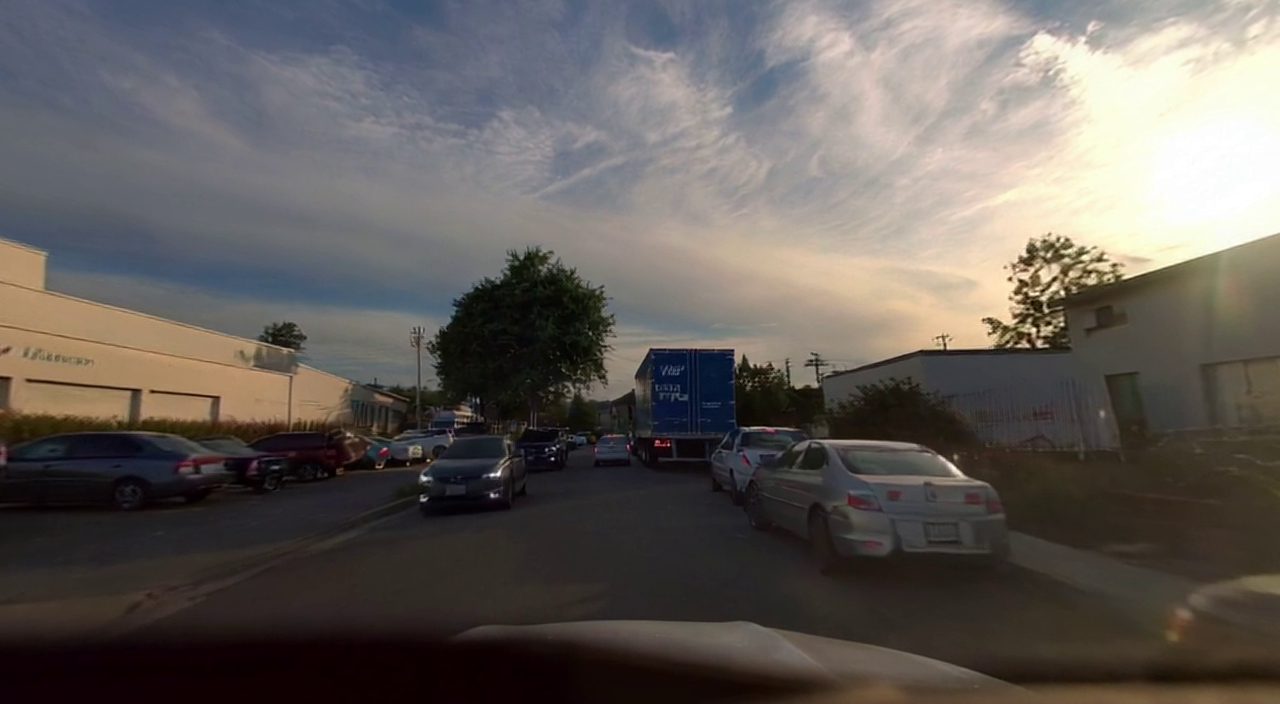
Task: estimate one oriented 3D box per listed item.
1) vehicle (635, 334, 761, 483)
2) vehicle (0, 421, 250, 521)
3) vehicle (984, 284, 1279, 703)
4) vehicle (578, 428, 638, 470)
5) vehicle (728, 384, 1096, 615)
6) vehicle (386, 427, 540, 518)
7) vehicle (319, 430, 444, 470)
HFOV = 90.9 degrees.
[{"bbox_3d":[1.530,2.519,24.583,2.865,4.113,14.471,0,-8,-3],"label":"vehicle"},{"bbox_3d":[-9.044,1.971,10.703,3.569,1.520,1.797,0,-8,-5],"label":"vehicle"},{"bbox_3d":[2.439,0.511,0.162,1.900,1.644,4.448,0,-8,-5],"label":"vehicle"},{"bbox_3d":[-1.211,3.808,24.961,2.160,1.498,3.909,0,-8,-1],"label":"vehicle"},{"bbox_3d":[2.310,1.365,6.799,1.875,1.674,4.231,0,-8,-3],"label":"vehicle"},{"bbox_3d":[-3.248,2.274,12.461,1.989,1.481,4.008,0,-8,-2],"label":"vehicle"},{"bbox_3d":[-9.771,3.724,24.117,4.015,1.461,1.903,1,-8,-6],"label":"vehicle"}]
